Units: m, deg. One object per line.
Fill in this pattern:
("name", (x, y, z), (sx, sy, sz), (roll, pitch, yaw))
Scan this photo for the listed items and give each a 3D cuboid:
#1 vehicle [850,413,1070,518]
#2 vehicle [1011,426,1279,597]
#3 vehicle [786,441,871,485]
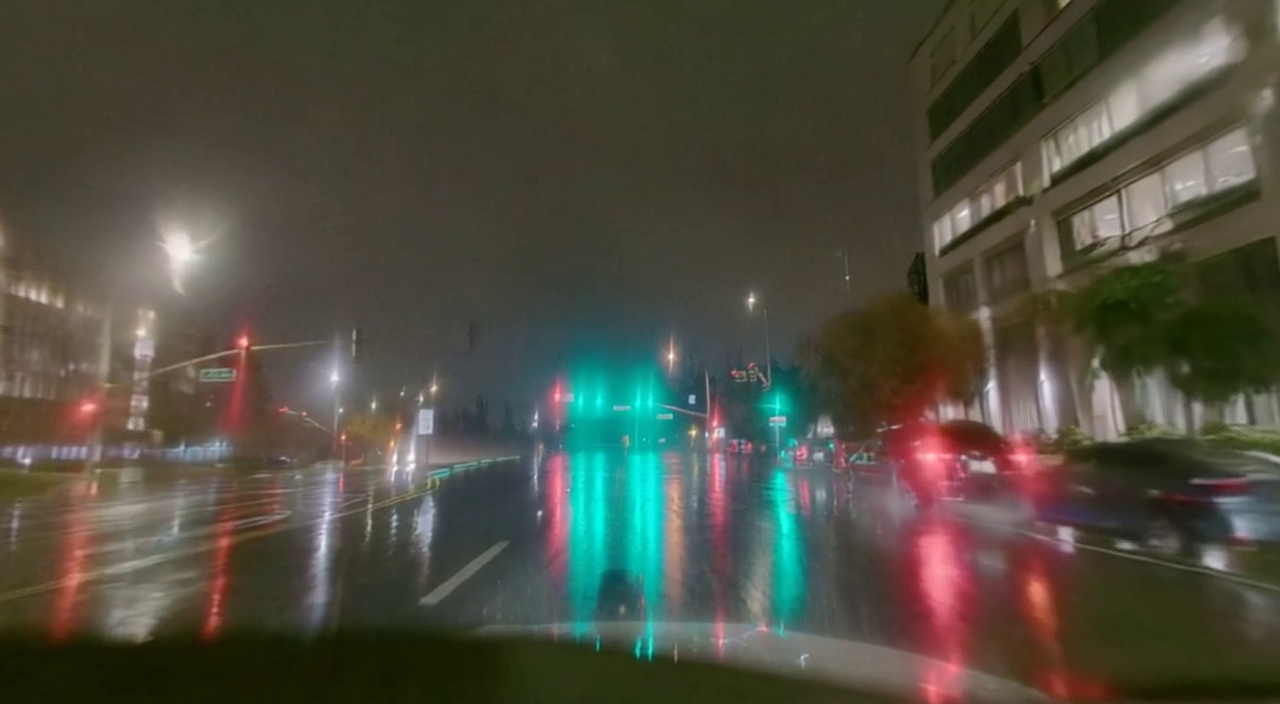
("vehicle", (6.607, 2.421, 13.839), (2.169, 1.876, 4.931), (0, -9, -1))
("vehicle", (6.680, 1.704, 7.432), (1.863, 1.512, 4.525), (0, -9, 1))
("vehicle", (6.945, 4.127, 23.651), (1.880, 1.483, 4.510), (0, -9, 1))
